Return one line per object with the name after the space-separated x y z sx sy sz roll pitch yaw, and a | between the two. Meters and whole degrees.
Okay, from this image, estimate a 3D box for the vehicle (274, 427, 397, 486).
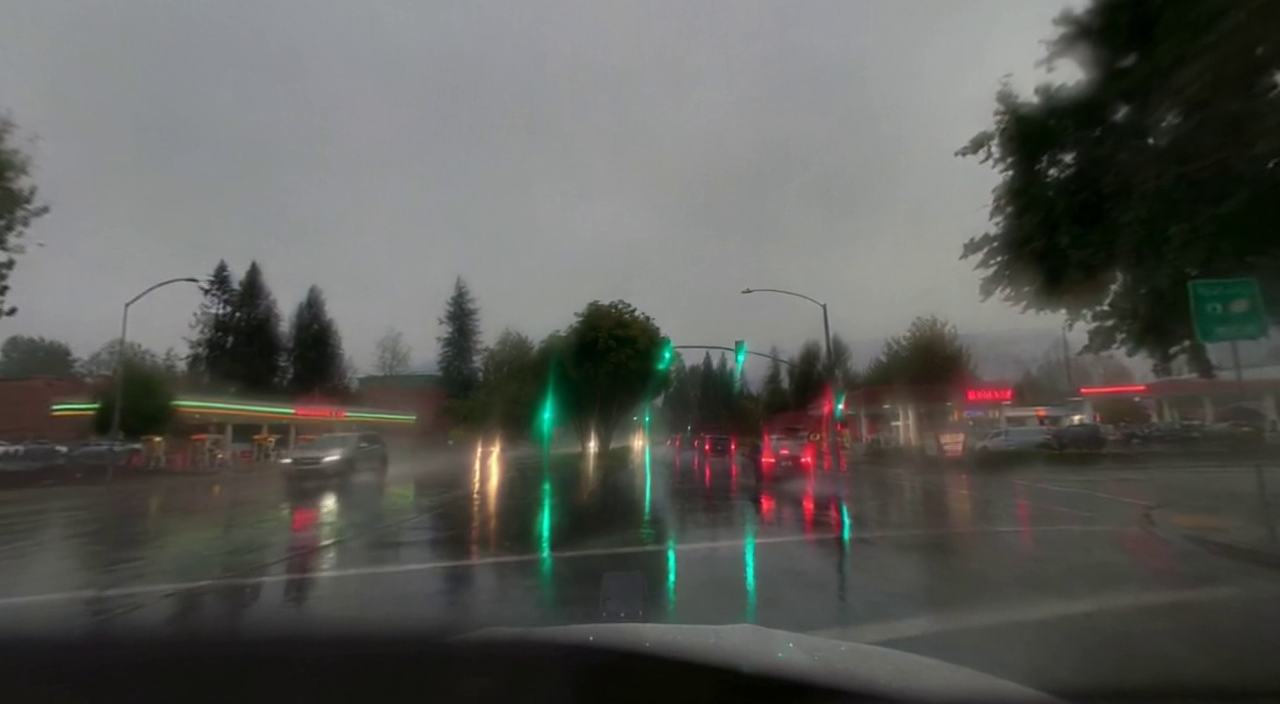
-10.841 3.730 22.913 2.416 1.903 4.339 0 -8 -3 | vehicle

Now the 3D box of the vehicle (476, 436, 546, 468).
-7.365 5.742 36.572 2.842 1.476 4.980 -3 -6 2 | vehicle

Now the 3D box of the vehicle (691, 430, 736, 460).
5.109 6.524 44.536 2.611 1.983 5.165 0 -8 1 | vehicle

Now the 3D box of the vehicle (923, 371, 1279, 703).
3.823 1.085 3.961 1.875 1.665 4.931 0 -8 1 | vehicle

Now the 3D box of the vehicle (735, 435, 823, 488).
4.201 3.359 19.755 1.871 1.442 4.122 0 -8 1 | vehicle
